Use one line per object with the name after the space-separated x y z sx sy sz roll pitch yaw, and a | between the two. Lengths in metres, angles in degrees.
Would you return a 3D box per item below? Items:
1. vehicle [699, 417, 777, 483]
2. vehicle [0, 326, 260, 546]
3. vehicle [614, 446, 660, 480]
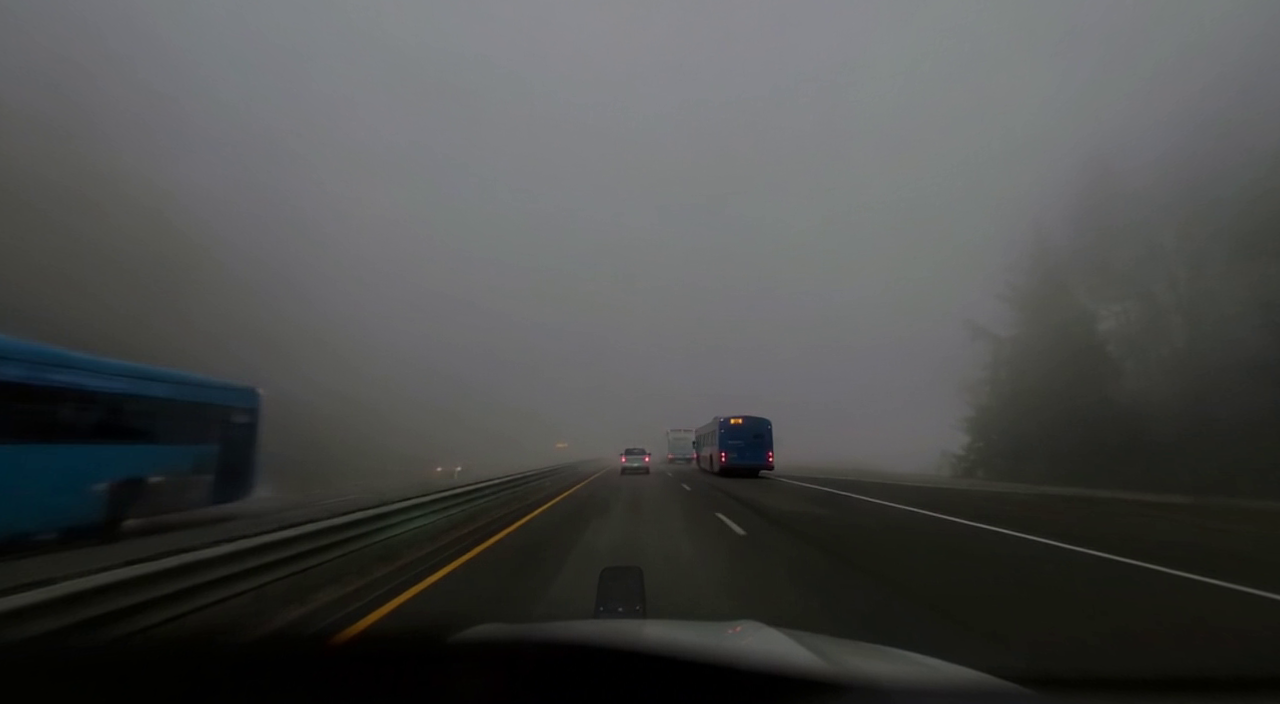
4.134 4.325 27.829 2.440 2.555 5.957 0 -9 -1 | vehicle
-13.478 1.668 12.356 3.170 4.049 14.238 0 -9 0 | vehicle
-0.158 5.119 29.354 2.004 1.449 3.817 0 -9 -1 | vehicle
